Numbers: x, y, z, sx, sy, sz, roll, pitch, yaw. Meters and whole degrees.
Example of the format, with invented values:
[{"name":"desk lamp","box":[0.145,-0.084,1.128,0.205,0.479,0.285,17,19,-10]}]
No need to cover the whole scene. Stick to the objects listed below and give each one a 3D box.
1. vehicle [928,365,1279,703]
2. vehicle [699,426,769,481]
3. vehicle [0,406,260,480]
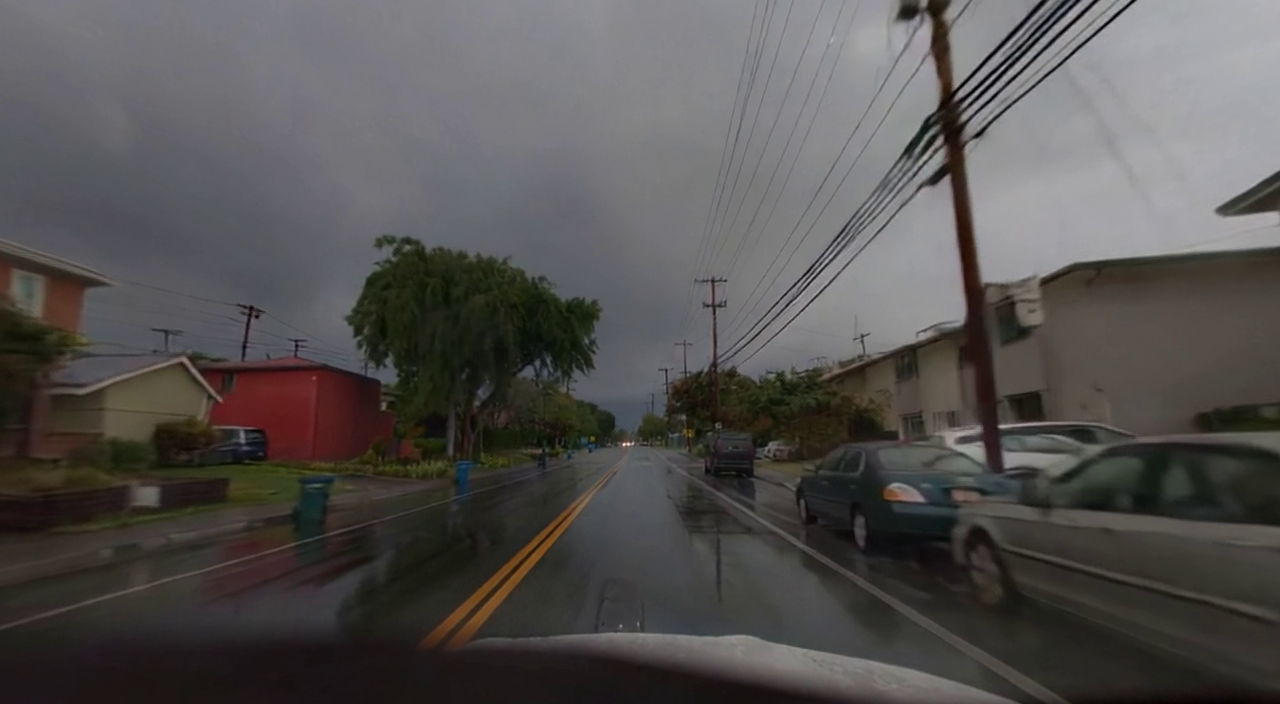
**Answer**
[{"name":"vehicle","box":[3.555,0.973,3.127,1.955,1.665,4.818,0,-8,0]},{"name":"vehicle","box":[3.765,4.170,26.206,2.088,2.019,4.802,0,-8,-1]},{"name":"vehicle","box":[-21.366,3.833,27.644,2.970,2.515,10.445,-2,-7,0]}]
